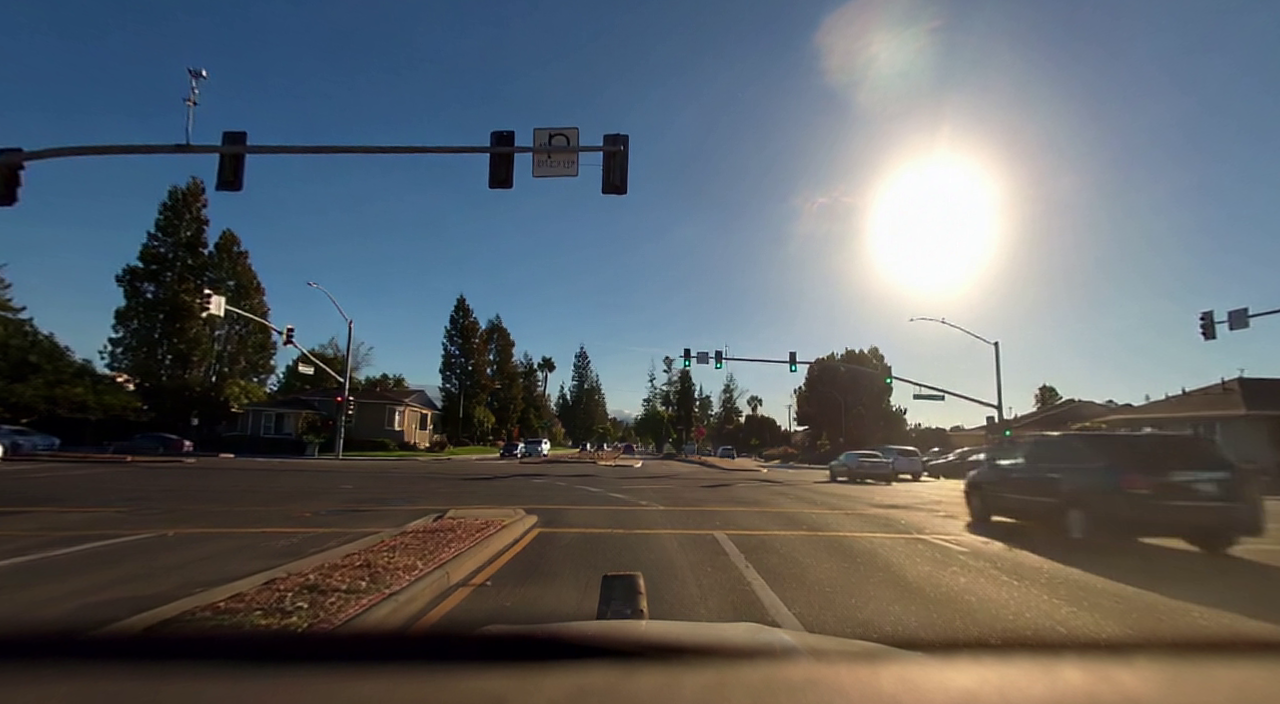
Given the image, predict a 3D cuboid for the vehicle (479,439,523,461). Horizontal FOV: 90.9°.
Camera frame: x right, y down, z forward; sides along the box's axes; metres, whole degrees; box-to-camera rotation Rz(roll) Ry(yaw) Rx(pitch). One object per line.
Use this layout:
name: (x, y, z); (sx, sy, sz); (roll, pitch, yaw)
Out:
vehicle: (-10.116, 7.184, 46.189); (2.039, 1.519, 4.356); (-1, -8, 2)

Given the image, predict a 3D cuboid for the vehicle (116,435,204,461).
vehicle: (-30.328, 6.083, 39.885); (1.917, 1.543, 4.027); (-8, -12, 44)

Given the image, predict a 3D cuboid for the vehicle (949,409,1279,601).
vehicle: (6.498, 1.814, 8.486); (2.239, 1.812, 4.812); (0, -8, 0)

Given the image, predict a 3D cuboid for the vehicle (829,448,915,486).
vehicle: (9.944, 4.919, 27.436); (1.947, 1.481, 4.745); (0, -8, 1)
